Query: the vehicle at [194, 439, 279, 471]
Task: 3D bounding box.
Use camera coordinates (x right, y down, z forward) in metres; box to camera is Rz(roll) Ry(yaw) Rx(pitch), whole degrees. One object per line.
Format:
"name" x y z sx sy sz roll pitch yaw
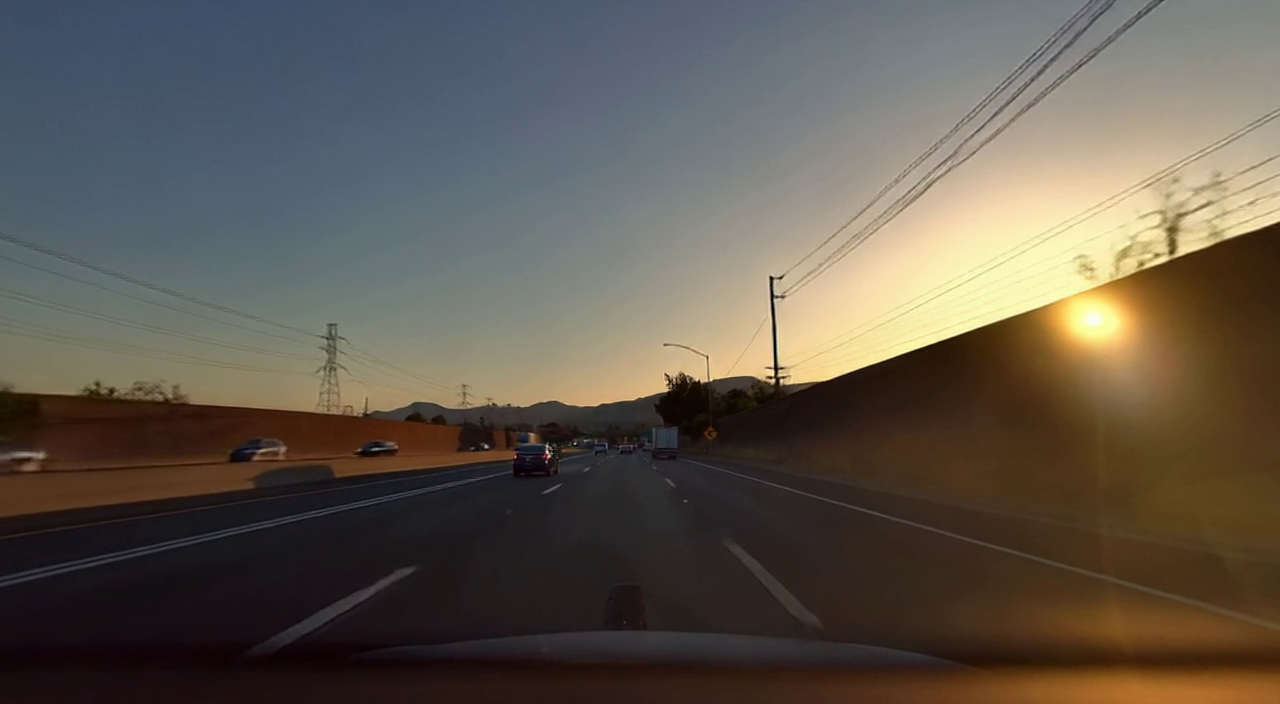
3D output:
"vehicle" -23.151 5.899 36.393 1.911 1.678 4.509 0 -8 -1

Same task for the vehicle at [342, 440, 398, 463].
"vehicle" -20.194 7.444 47.343 2.079 1.662 4.800 0 -8 0

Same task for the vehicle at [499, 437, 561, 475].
"vehicle" -5.066 4.852 29.668 2.064 1.642 4.389 0 -8 0
